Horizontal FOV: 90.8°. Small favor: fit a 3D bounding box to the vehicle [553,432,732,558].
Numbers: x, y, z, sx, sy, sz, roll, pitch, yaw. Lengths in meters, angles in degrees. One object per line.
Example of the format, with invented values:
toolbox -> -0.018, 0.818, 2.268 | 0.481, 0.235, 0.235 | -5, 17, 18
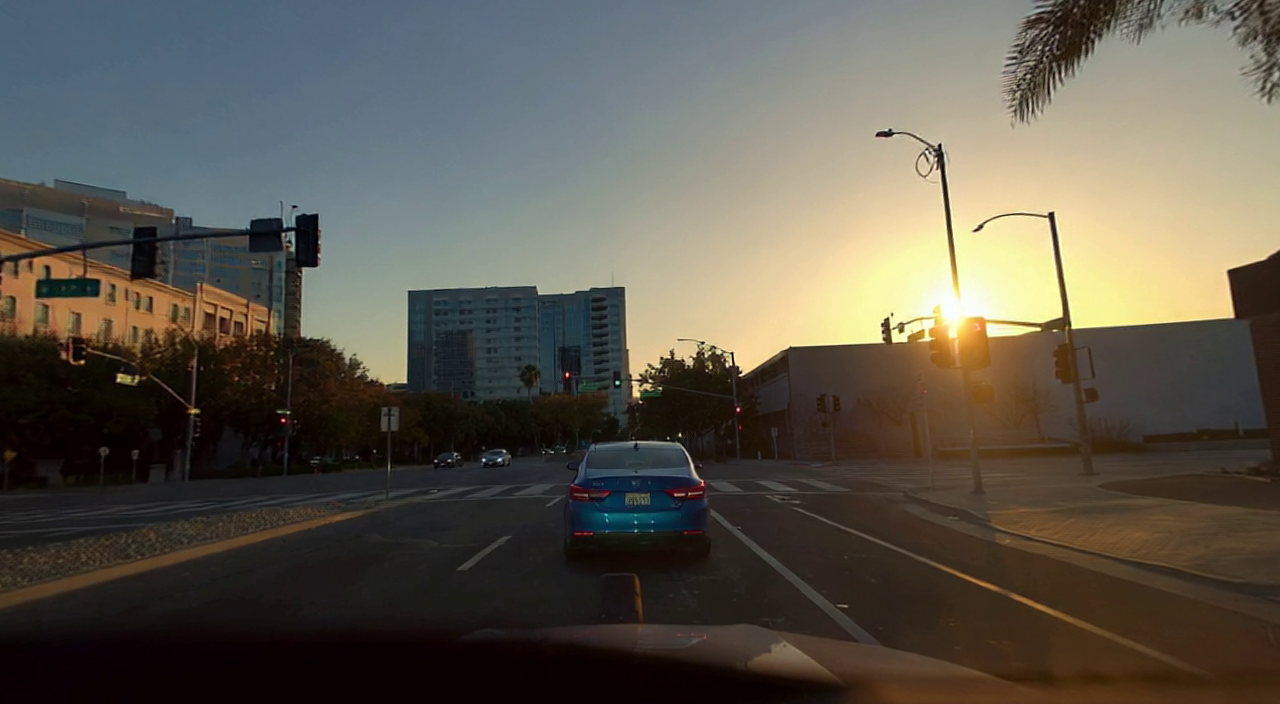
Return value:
vehicle -> 0.003, 1.997, 9.521 | 2.107, 1.470, 3.974 | 0, -9, -1
